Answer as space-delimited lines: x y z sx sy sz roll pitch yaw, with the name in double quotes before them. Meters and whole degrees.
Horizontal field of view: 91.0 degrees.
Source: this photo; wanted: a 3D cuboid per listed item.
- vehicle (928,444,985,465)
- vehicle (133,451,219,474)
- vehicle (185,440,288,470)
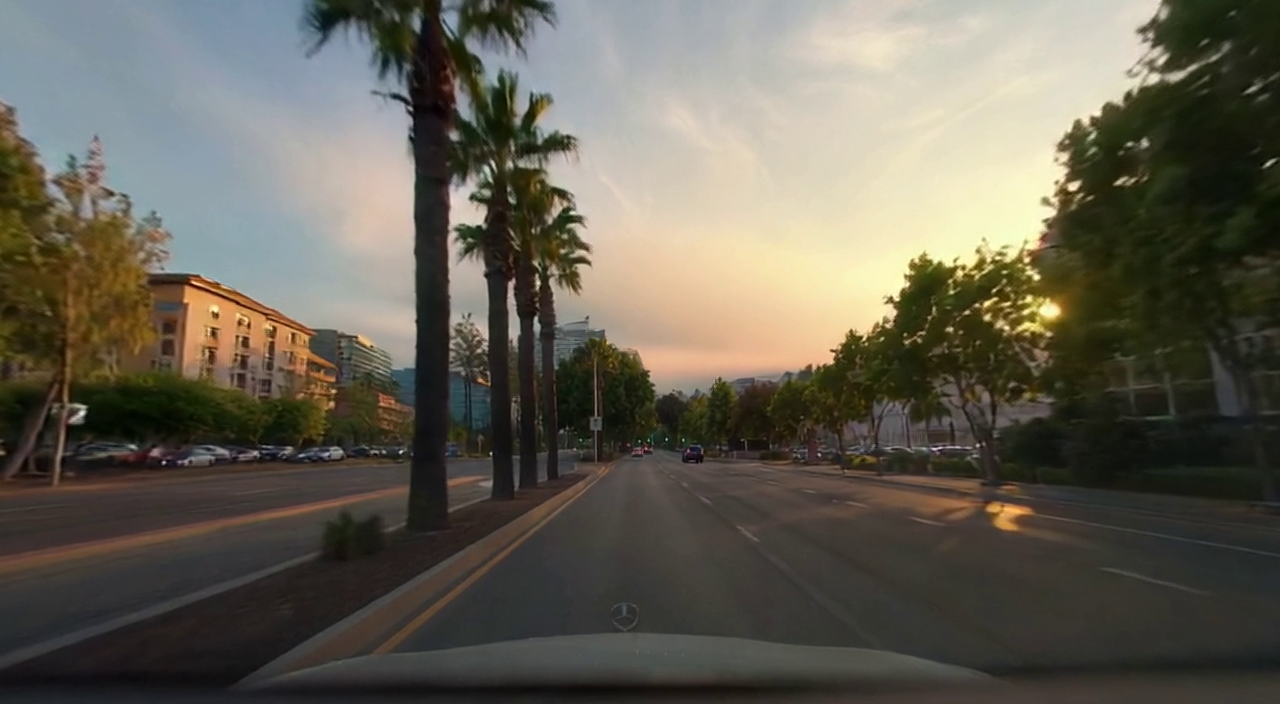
"vehicle" 24.183 7.869 48.337 1.881 1.509 4.448 0 -8 -3
"vehicle" -31.185 7.413 42.397 4.223 1.444 1.814 0 -8 -3
"vehicle" -31.880 8.129 49.865 6.216 2.077 2.806 2 -8 2
